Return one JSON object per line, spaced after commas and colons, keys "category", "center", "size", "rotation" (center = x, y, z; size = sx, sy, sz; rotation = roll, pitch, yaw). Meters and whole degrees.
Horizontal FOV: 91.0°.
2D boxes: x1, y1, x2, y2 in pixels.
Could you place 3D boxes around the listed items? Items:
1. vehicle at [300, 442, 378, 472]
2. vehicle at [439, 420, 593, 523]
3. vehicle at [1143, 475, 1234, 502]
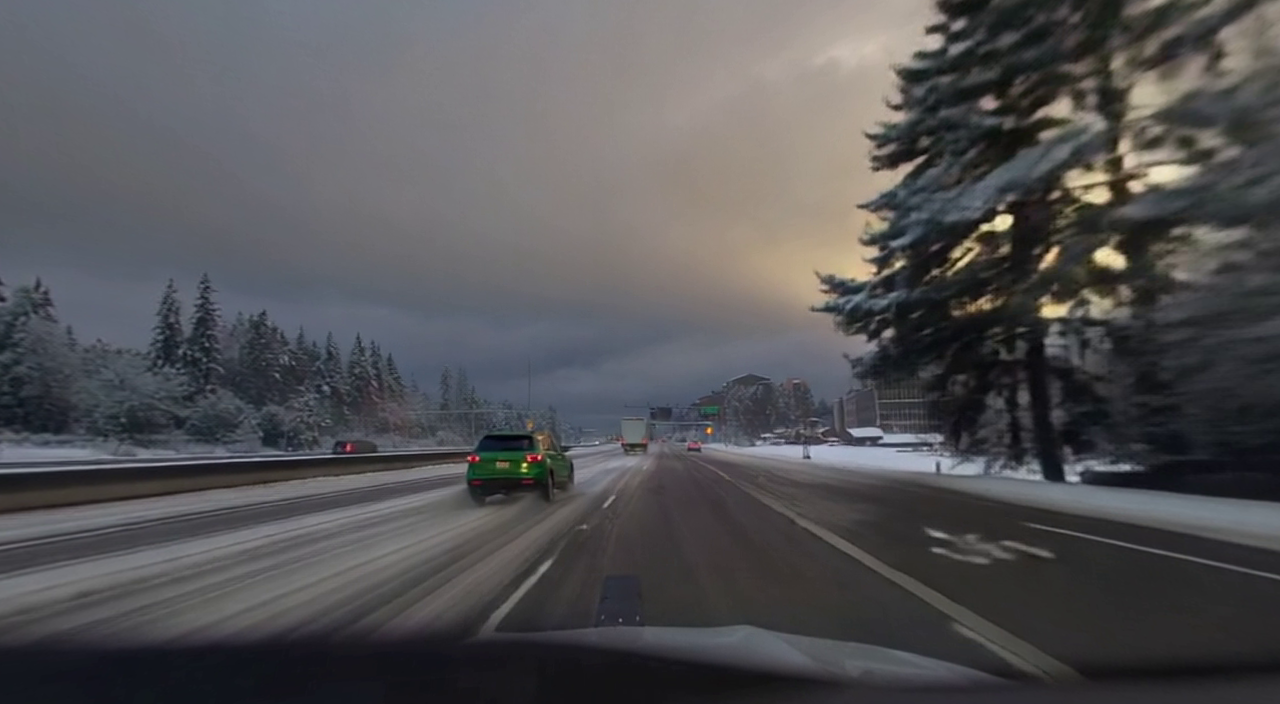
{"category": "vehicle", "center": [-16.626, 5.807, 35.077], "size": [1.965, 1.503, 4.579], "rotation": [0, -9, 2]}
{"category": "vehicle", "center": [-2.313, 2.399, 13.116], "size": [2.111, 1.742, 4.315], "rotation": [0, -9, 3]}
{"category": "vehicle", "center": [37.110, 9.222, 42.751], "size": [1.909, 1.562, 4.426], "rotation": [2, -9, -7]}
